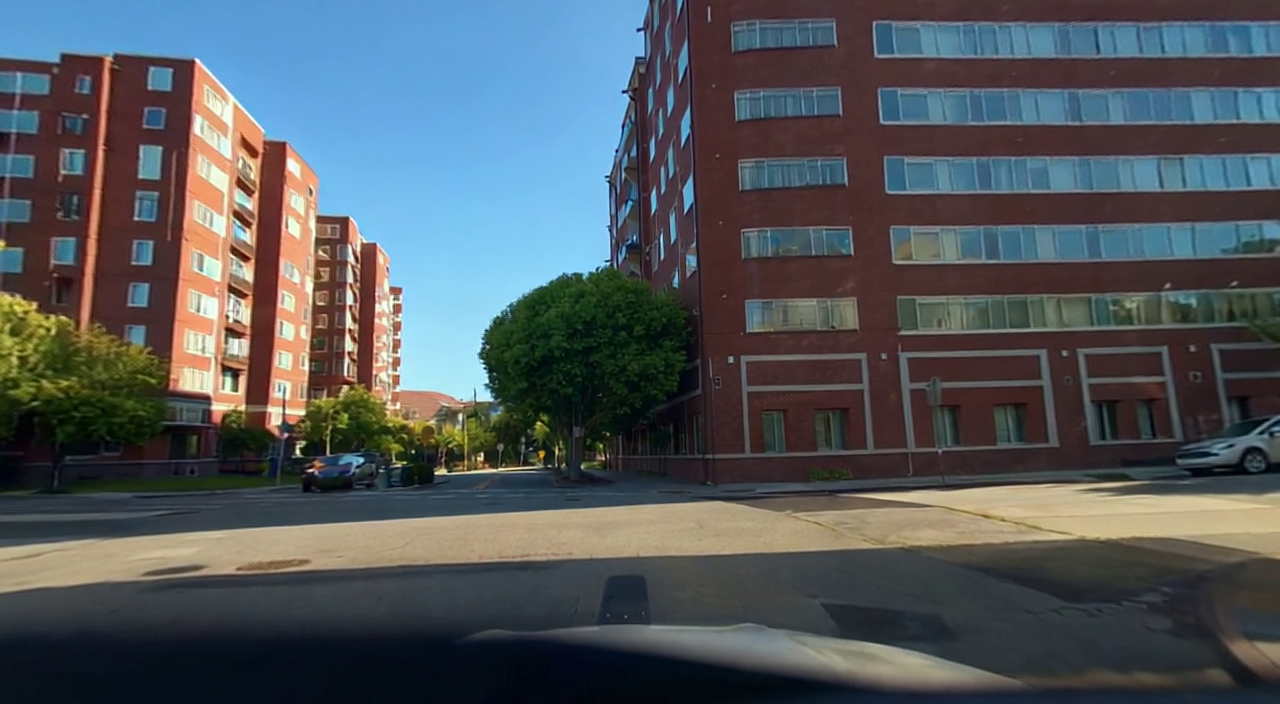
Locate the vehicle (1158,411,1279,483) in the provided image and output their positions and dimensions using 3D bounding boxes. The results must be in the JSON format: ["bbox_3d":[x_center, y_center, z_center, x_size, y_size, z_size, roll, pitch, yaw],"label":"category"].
[{"bbox_3d":[18.405,2.643,17.902,5.213,1.850,2.126,-3,-10,4],"label":"vehicle"}]

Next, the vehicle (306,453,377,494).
[{"bbox_3d":[-13.211,5.336,28.150,2.027,1.475,4.522,0,-8,-15],"label":"vehicle"}]
